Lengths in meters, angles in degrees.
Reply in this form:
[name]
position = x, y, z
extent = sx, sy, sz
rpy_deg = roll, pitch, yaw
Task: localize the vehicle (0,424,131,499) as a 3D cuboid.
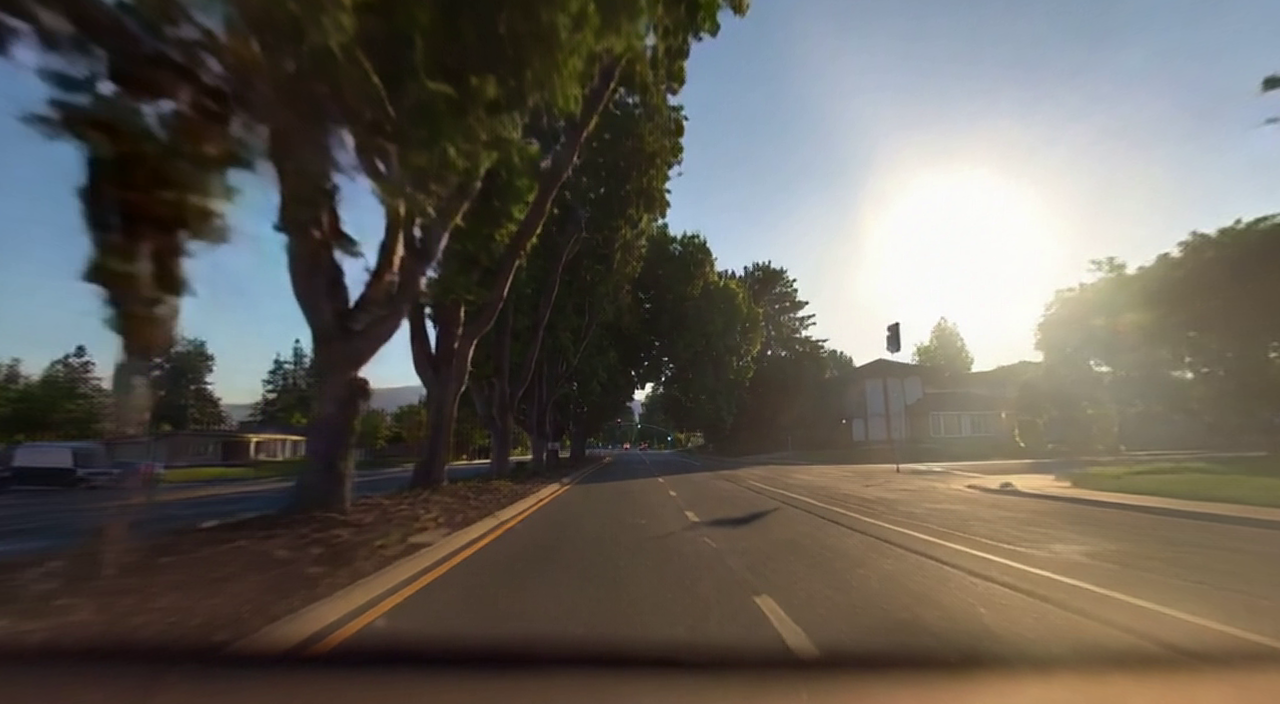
[vehicle]
position = -28.936, 5.164, 29.230
extent = 8.492, 3.055, 3.116
rpy_deg = -4, -9, 6
